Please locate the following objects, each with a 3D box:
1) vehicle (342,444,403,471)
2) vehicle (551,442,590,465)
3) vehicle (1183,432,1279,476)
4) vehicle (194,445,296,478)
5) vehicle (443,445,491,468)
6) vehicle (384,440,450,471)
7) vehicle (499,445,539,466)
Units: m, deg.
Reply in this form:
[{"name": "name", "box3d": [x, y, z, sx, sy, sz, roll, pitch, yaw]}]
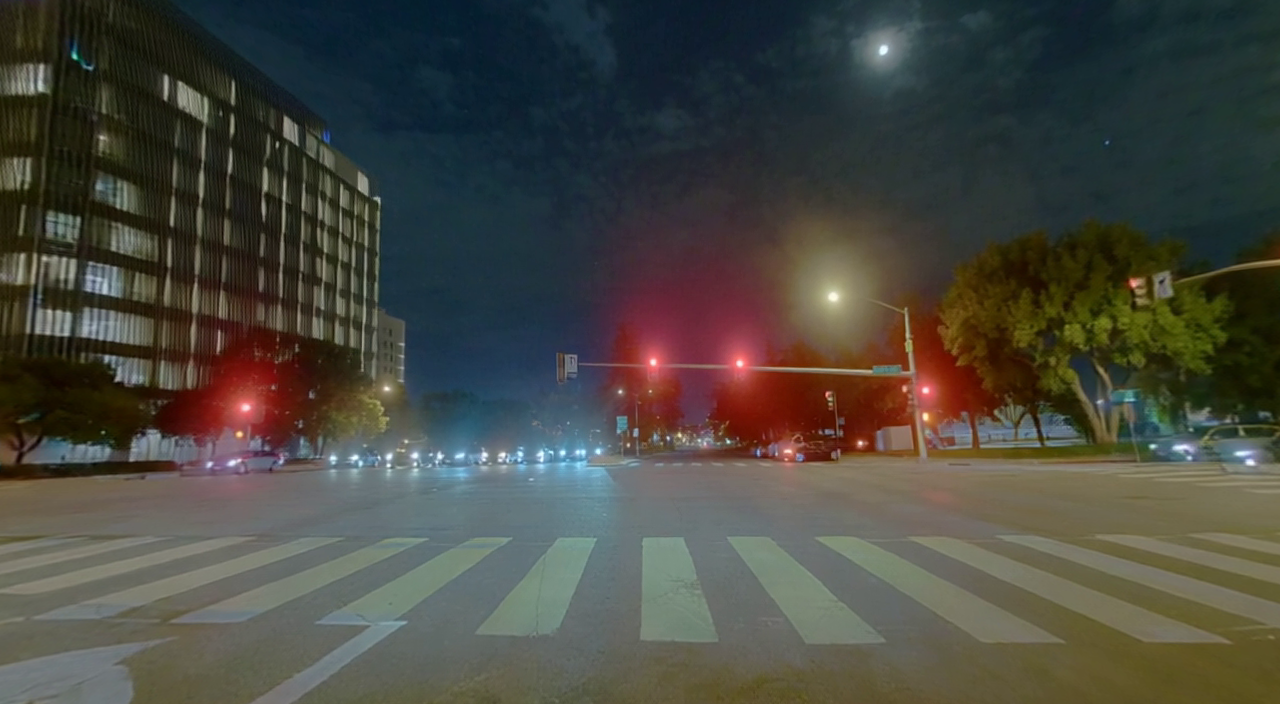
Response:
[{"name": "vehicle", "box3d": [-18.585, 7.348, 44.002, 2.237, 1.801, 4.541, 0, -9, 1]}, {"name": "vehicle", "box3d": [-4.551, 6.711, 41.673, 1.954, 1.431, 4.050, 0, -9, 2]}, {"name": "vehicle", "box3d": [22.307, 3.581, 22.246, 4.474, 1.477, 1.908, 0, -9, -2]}, {"name": "vehicle", "box3d": [-23.289, 6.437, 37.329, 2.032, 1.839, 4.884, -3, -9, 16]}, {"name": "vehicle", "box3d": [-11.657, 7.072, 42.685, 1.911, 1.476, 4.297, -1, -9, 2]}, {"name": "vehicle", "box3d": [-15.151, 7.035, 43.151, 2.340, 1.946, 5.450, 0, -9, 2]}, {"name": "vehicle", "box3d": [-8.115, 7.004, 42.605, 1.910, 1.321, 3.692, 0, -9, 2]}]
